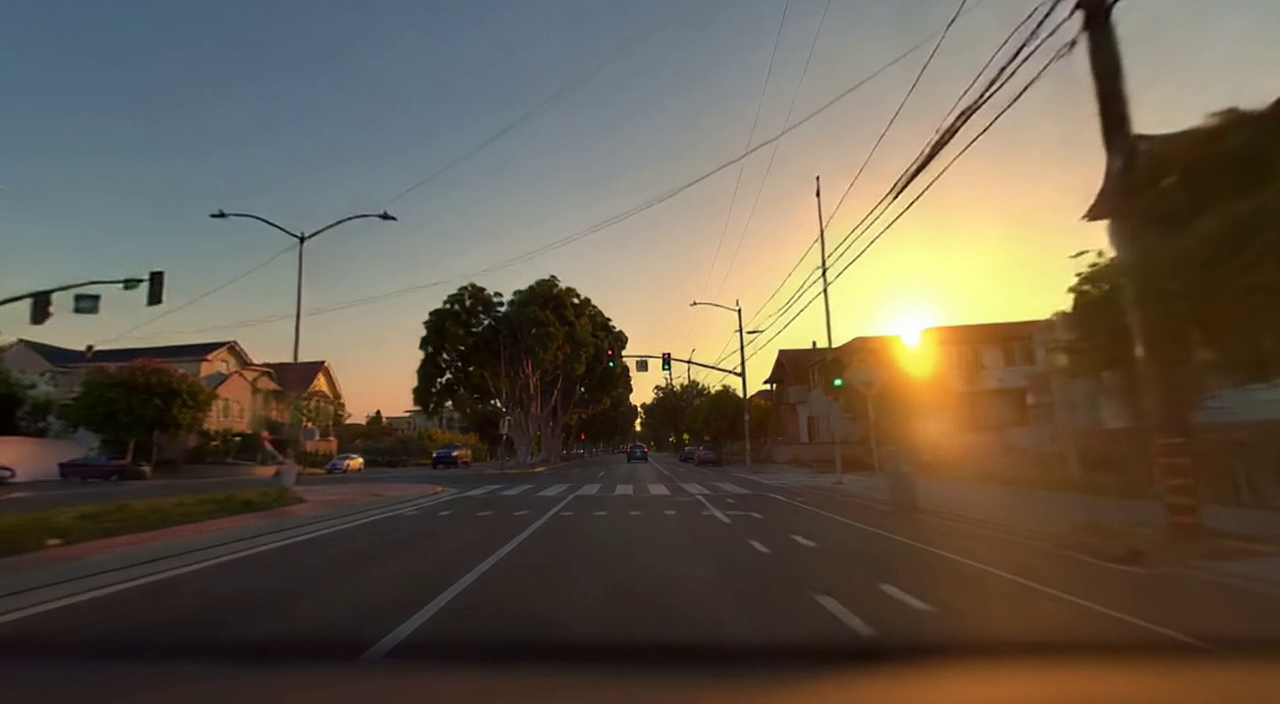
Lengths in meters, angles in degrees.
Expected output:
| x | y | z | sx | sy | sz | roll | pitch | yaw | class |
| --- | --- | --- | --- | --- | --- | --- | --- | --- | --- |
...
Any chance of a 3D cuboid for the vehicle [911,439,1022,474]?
| x | y | z | sx | sy | sz | roll | pitch | yaw | class |
| --- | --- | --- | --- | --- | --- | --- | --- | --- | --- |
| 16.812 | 5.400 | 32.675 | 4.561 | 1.723 | 2.030 | 0 | -9 | -5 | vehicle |
